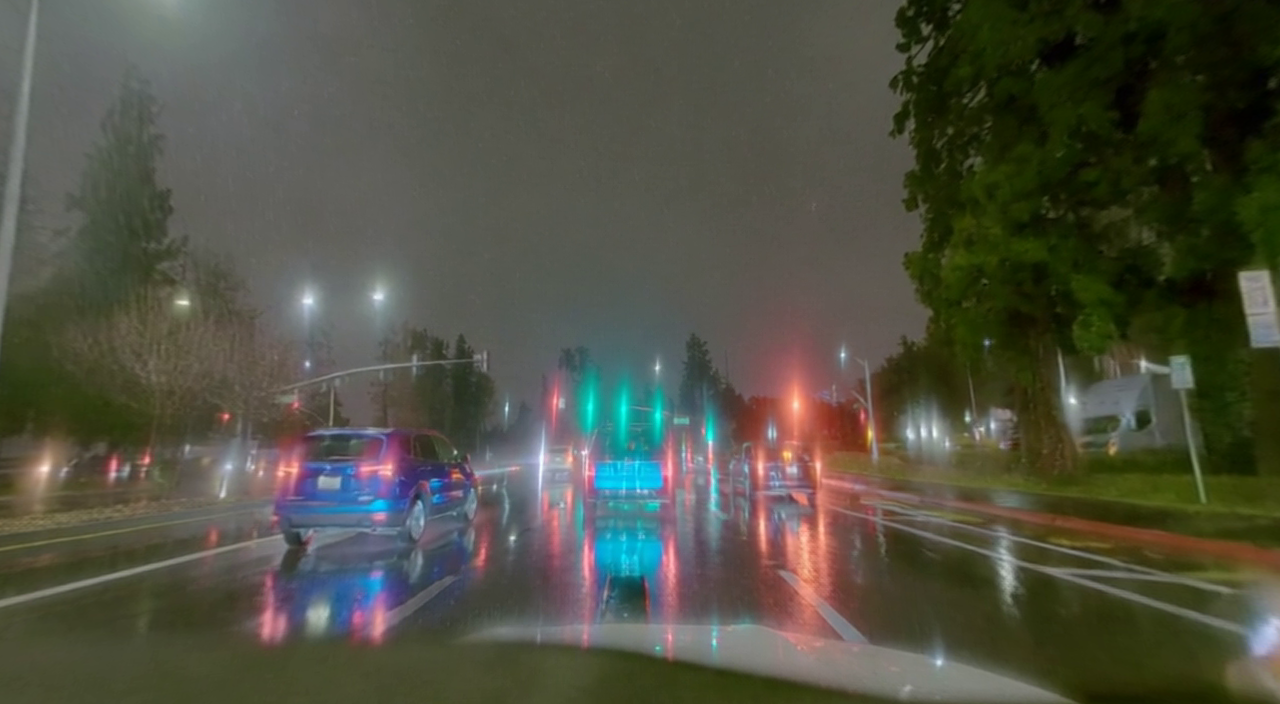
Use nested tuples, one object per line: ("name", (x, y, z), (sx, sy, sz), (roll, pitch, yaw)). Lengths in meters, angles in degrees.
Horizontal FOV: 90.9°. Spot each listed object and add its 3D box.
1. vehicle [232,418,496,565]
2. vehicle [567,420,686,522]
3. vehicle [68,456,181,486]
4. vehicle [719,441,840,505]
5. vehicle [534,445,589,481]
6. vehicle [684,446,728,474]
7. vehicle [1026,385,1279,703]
("vehicle", (-3.743, 1.957, 9.609), (2.039, 1.709, 4.265), (0, -8, 1))
("vehicle", (-0.242, 2.474, 13.647), (2.132, 1.816, 4.471), (0, -8, 0))
("vehicle", (-33.990, 7.827, 41.687), (5.352, 1.850, 2.276), (0, -8, -2))
("vehicle", (3.640, 3.237, 17.416), (2.036, 1.480, 4.659), (0, -8, -3))
("vehicle", (-3.456, 4.953, 28.496), (1.897, 1.479, 4.204), (0, -8, 1))
("vehicle", (3.628, 6.003, 35.305), (1.996, 1.443, 4.270), (0, -8, -1))
("vehicle", (2.996, 0.706, 0.991), (1.976, 1.491, 4.427), (0, -8, 0))
